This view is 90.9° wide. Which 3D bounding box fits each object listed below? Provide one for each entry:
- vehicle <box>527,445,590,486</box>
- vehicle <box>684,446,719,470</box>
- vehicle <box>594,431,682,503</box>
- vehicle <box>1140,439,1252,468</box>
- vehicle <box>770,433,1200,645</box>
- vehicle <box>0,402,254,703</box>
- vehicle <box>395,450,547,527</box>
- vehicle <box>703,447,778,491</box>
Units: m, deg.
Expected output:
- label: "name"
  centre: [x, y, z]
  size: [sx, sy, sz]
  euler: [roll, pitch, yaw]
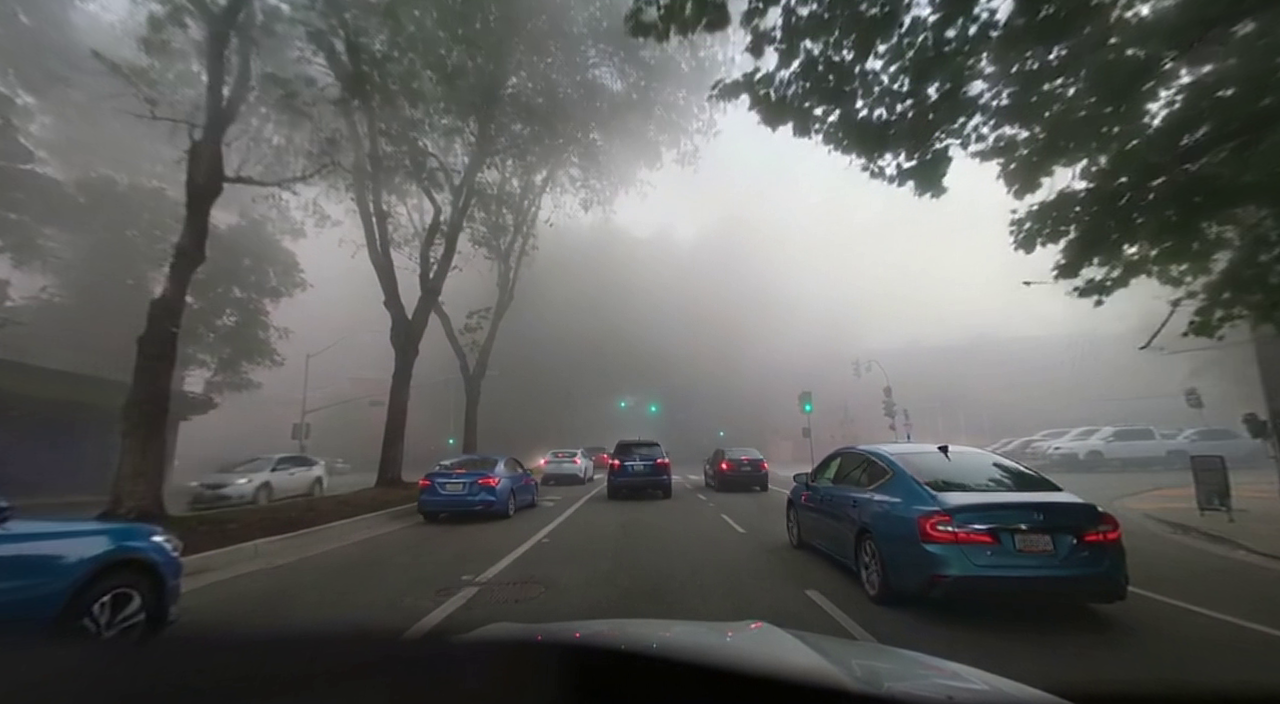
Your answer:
- label: "vehicle"
  centre: [-3.443, 4.883, 27.433]
  size: [2.130, 1.645, 3.995]
  euler: [0, -8, 1]
- label: "vehicle"
  centre: [4.628, 8.027, 48.027]
  size: [2.220, 1.706, 4.178]
  euler: [0, -8, 0]
- label: "vehicle"
  centre: [-0.041, 3.423, 19.208]
  size: [2.361, 1.898, 4.465]
  euler: [0, -8, 1]
- label: "vehicle"
  centre: [33.511, 6.140, 38.166]
  size: [4.534, 1.680, 2.002]
  euler: [-3, -9, 22]
- label: "vehicle"
  centre: [2.921, 1.667, 6.796]
  size: [2.052, 1.475, 4.540]
  euler: [0, -8, 0]
- label: "vehicle"
  centre: [-4.021, 0.960, 2.572]
  size: [2.173, 1.536, 4.285]
  euler: [0, -8, 0]
- label: "vehicle"
  centre: [-3.397, 2.820, 13.579]
  size: [2.115, 1.369, 3.908]
  euler: [0, -8, 1]
- label: "vehicle"
  centre: [3.620, 4.296, 23.500]
  size: [2.058, 1.472, 4.317]
  euler: [0, -8, -1]
